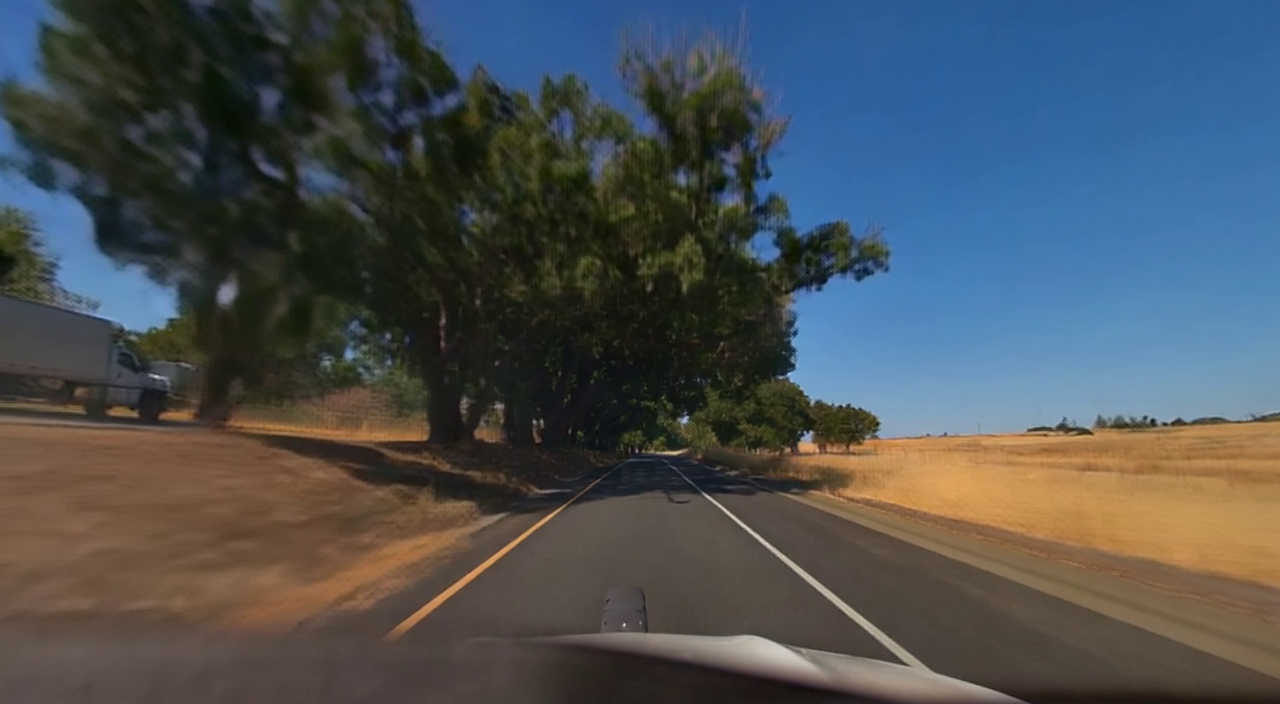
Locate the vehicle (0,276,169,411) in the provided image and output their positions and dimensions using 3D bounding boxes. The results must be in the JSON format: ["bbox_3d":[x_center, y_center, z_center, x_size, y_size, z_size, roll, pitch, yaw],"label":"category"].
[{"bbox_3d":[-24.448,-0.738,21.478,3.314,4.163,16.558,-1,-10,3],"label":"vehicle"}]

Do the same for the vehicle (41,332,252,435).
[{"bbox_3d":[-23.527,1.809,31.004,3.022,4.324,8.607,-1,-6,3],"label":"vehicle"}]
